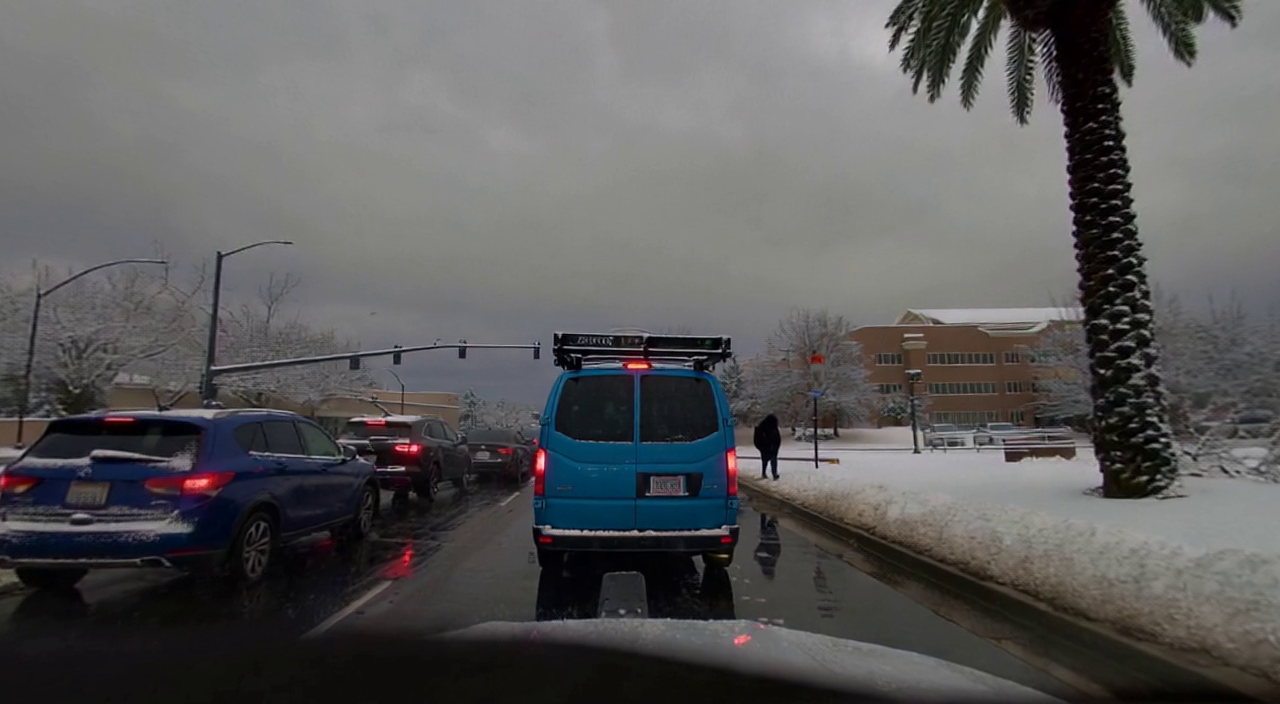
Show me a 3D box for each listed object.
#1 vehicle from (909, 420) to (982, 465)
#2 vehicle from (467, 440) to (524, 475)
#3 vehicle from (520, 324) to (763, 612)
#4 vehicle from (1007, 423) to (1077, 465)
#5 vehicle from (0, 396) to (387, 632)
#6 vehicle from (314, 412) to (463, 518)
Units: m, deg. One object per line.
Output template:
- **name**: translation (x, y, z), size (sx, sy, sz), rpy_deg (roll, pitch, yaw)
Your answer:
- **vehicle**: translation (12.660, 3.758, 26.050), size (2.046, 1.675, 3.924), rpy_deg (-6, -10, 33)
- **vehicle**: translation (-6.824, 4.894, 29.590), size (1.818, 1.479, 4.428), rpy_deg (4, -9, -22)
- **vehicle**: translation (-0.199, 1.213, 7.185), size (1.902, 2.238, 4.263), rpy_deg (1, -9, -6)
- **vehicle**: translation (15.802, 3.616, 24.728), size (2.048, 1.475, 3.972), rpy_deg (-6, -10, 34)
- **vehicle**: translation (-4.378, 1.469, 6.678), size (1.986, 1.643, 4.315), rpy_deg (1, -9, -6)
- **vehicle**: translation (-5.208, 2.403, 13.898), size (2.089, 1.854, 5.022), rpy_deg (2, -9, -11)
